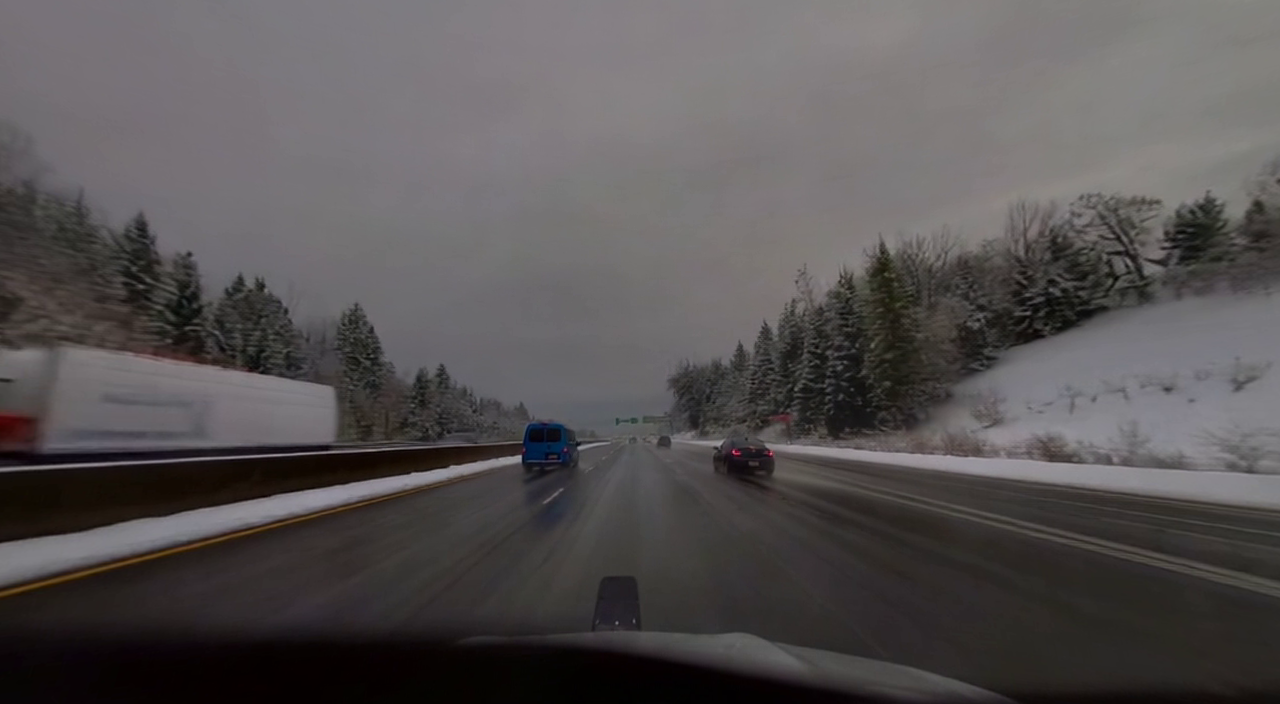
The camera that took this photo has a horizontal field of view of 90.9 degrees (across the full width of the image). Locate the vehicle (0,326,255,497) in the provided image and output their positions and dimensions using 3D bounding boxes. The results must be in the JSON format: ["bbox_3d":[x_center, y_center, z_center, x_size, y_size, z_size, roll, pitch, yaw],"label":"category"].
[{"bbox_3d":[-15.937,1.883,18.282,2.954,3.813,10.753,0,-8,-1],"label":"vehicle"}]

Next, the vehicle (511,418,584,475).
[{"bbox_3d":[-3.584,3.767,25.414,2.275,2.053,5.082,0,-8,-1],"label":"vehicle"}]

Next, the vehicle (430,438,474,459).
[{"bbox_3d":[-12.783,6.558,43.066,1.789,1.377,3.840,0,-8,0],"label":"vehicle"}]

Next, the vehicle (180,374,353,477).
[{"bbox_3d":[-16.276,3.384,28.540,2.838,3.917,8.722,1,-8,-4],"label":"vehicle"}]

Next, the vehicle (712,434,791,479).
[{"bbox_3d":[3.879,3.685,22.646,2.020,1.464,3.803,0,-8,-2],"label":"vehicle"}]
